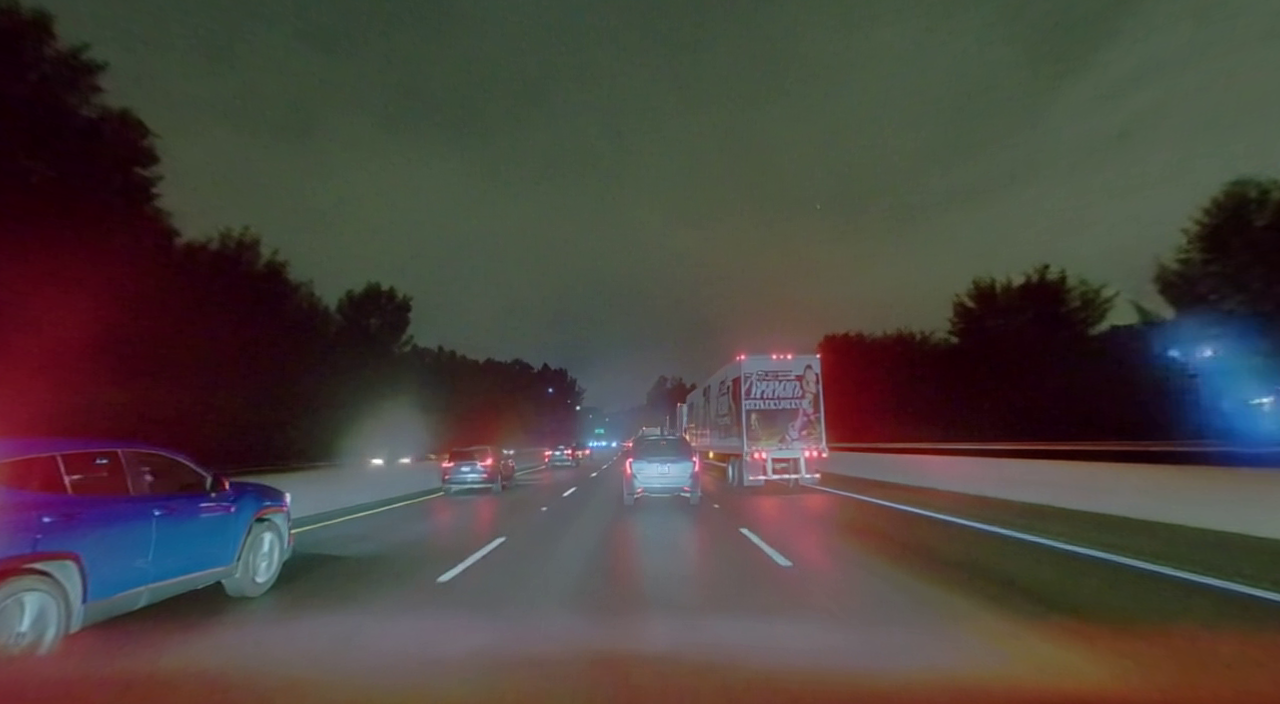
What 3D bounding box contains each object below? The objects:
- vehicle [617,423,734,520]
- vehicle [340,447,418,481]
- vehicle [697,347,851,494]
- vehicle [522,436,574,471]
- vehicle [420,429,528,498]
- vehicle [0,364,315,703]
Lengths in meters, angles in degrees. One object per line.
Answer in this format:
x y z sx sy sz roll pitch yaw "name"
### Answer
0.576 2.335 12.769 2.017 1.662 3.543 0 -8 -1 "vehicle"
-12.654 5.425 30.864 1.950 1.467 4.419 0 -8 0 "vehicle"
4.350 2.898 24.698 2.828 4.081 14.220 0 -8 0 "vehicle"
-4.721 5.258 32.908 2.014 1.683 4.275 0 -8 0 "vehicle"
-4.360 2.973 17.135 1.905 1.642 3.803 0 -8 0 "vehicle"
-4.097 0.997 3.697 1.983 1.666 4.452 0 -8 0 "vehicle"
